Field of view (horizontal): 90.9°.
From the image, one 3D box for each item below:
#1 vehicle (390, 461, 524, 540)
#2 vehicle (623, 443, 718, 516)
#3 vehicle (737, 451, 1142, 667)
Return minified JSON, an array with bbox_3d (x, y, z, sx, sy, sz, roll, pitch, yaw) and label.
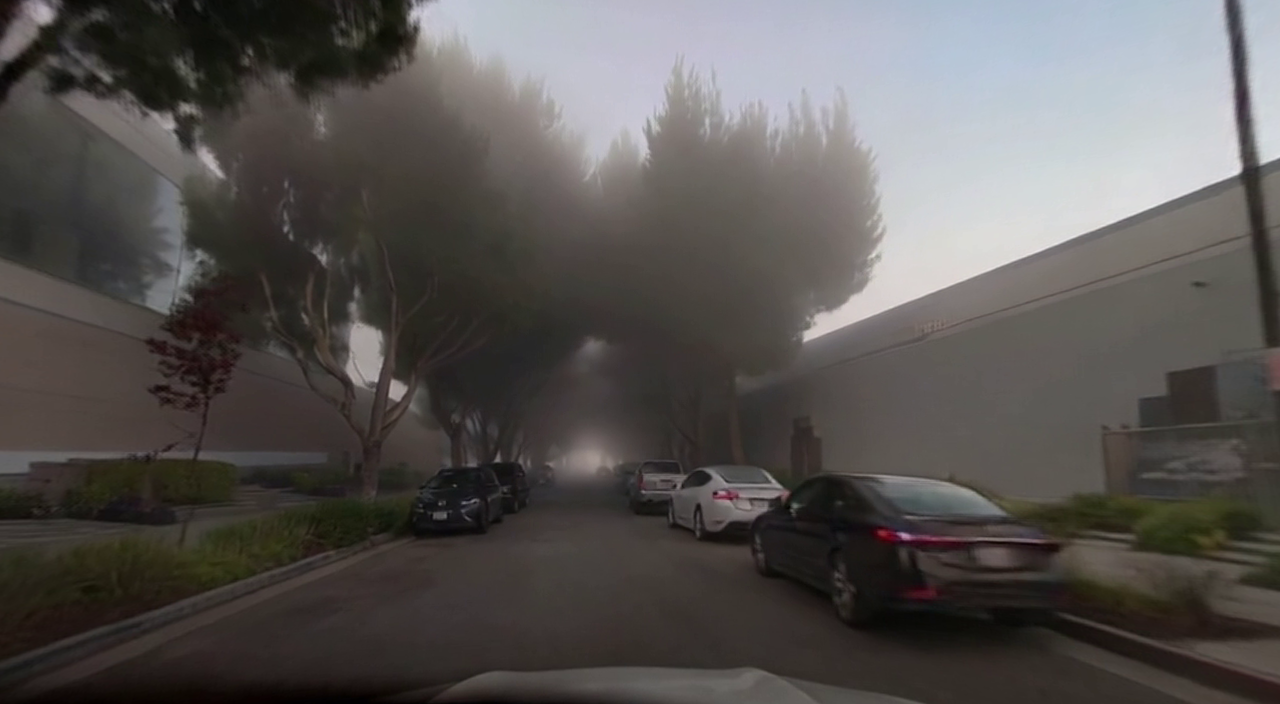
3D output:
[{"bbox_3d":[-3.868,3.229,14.181,2.018,1.461,4.413,1,-11,-5],"label":"vehicle"},{"bbox_3d":[0.796,4.002,19.931,2.242,1.972,4.898,2,-11,-6],"label":"vehicle"},{"bbox_3d":[2.496,1.864,6.631,1.889,1.482,4.118,2,-11,-6],"label":"vehicle"}]
